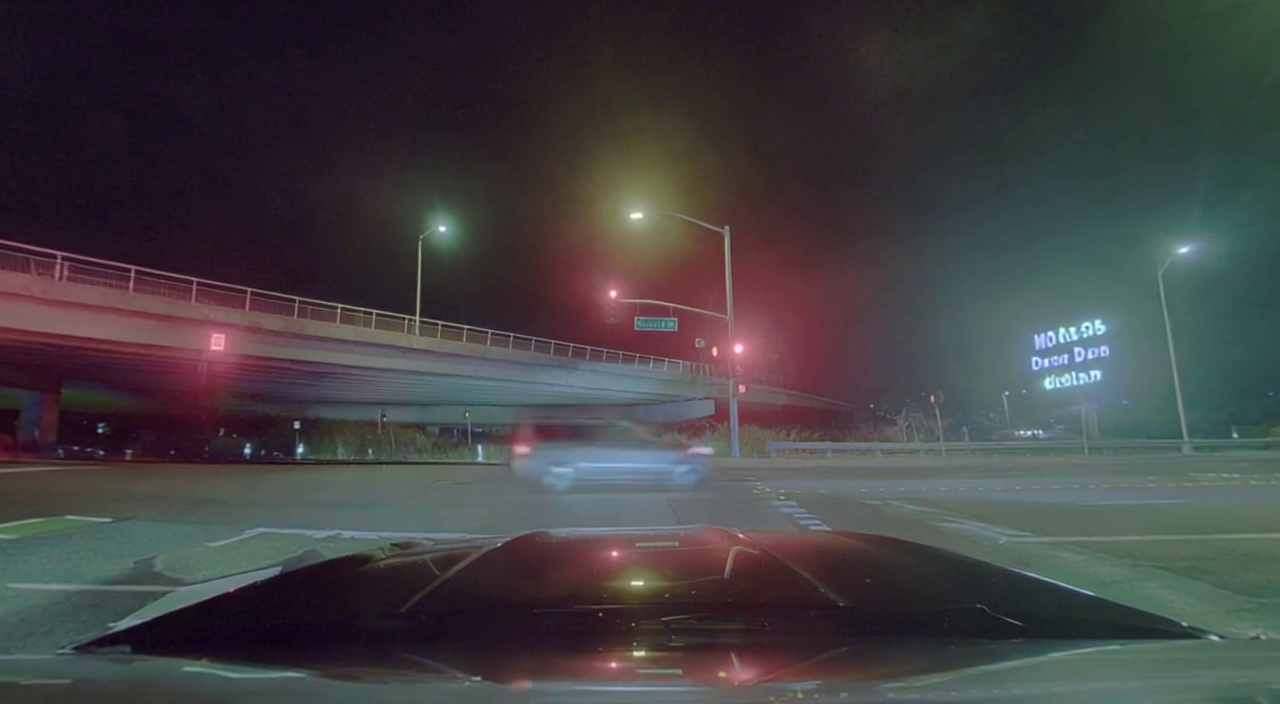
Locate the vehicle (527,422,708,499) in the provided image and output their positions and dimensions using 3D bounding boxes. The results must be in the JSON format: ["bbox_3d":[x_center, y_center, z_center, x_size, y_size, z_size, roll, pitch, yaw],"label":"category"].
[{"bbox_3d":[-0.524,2.469,14.600,3.897,1.637,1.832,0,-9,-3],"label":"vehicle"}]
